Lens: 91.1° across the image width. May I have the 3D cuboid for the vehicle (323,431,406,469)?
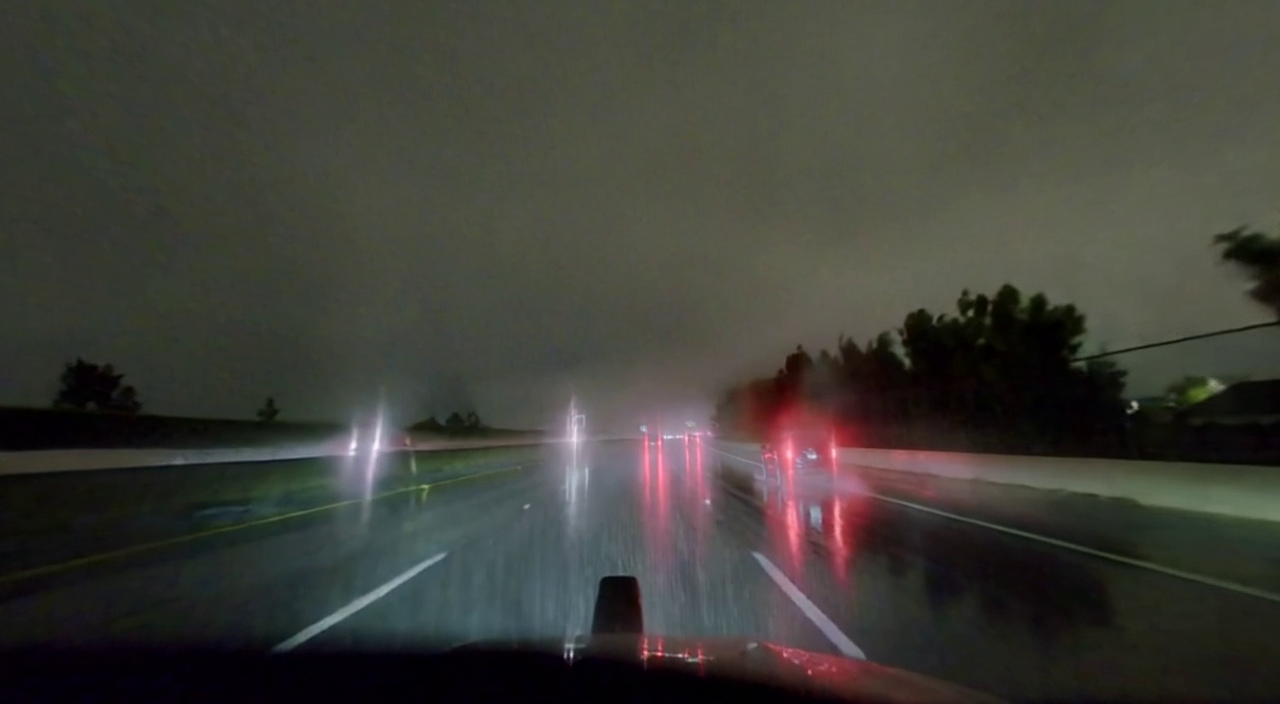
[{"bbox_3d":[-14.456,5.154,33.357,2.211,1.875,4.704,0,-8,1],"label":"vehicle"}]
